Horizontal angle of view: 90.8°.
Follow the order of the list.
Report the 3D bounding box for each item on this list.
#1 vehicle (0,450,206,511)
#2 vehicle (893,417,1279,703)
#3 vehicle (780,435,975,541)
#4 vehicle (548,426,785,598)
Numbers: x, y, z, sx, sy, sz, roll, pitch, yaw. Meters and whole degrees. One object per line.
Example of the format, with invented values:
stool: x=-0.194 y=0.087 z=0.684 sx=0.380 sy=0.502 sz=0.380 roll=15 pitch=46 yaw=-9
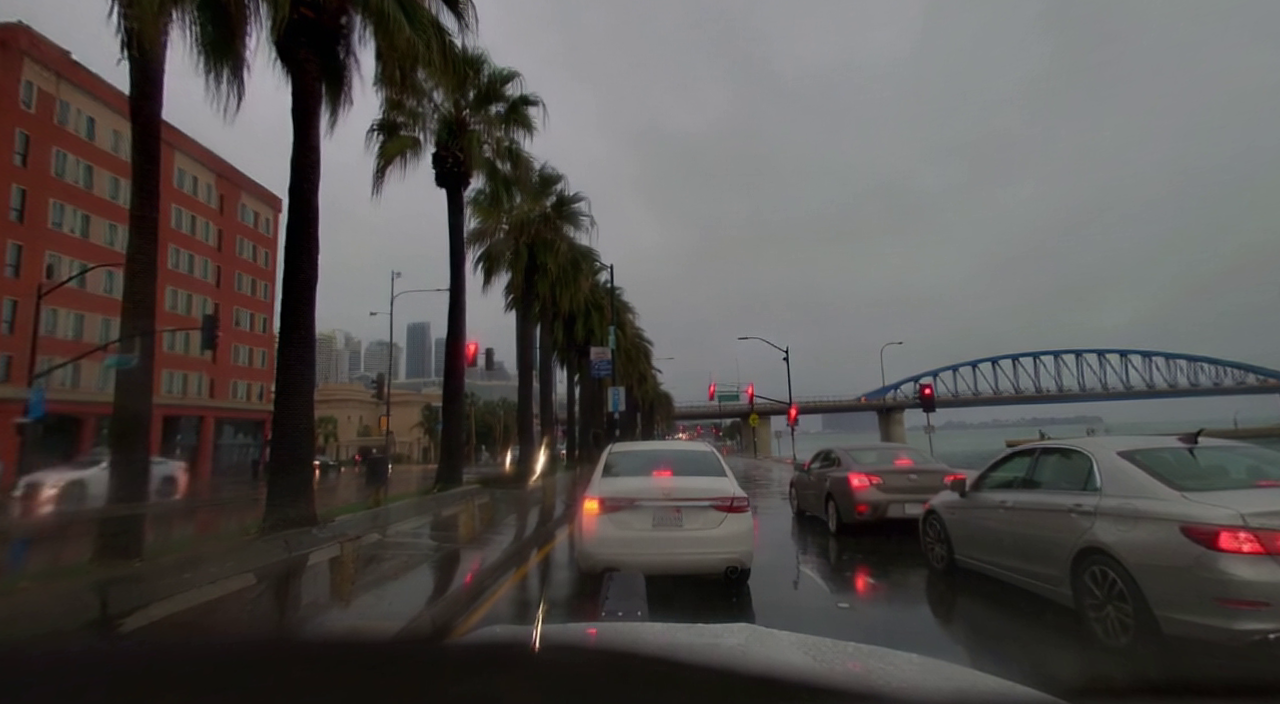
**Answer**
vehicle: x=-16.129 y=3.803 z=19.289 sx=2.022 sy=1.604 sz=4.495 roll=-2 pitch=-9 yaw=11
vehicle: x=3.912 y=1.364 z=5.094 sx=1.913 sy=1.469 sz=4.425 roll=0 pitch=-9 yaw=0
vehicle: x=3.893 y=2.290 z=11.315 sx=1.920 sy=1.490 sz=4.417 roll=-1 pitch=-9 yaw=2
vehicle: x=0.261 y=1.706 z=7.510 sx=2.093 sy=1.503 sz=3.681 roll=0 pitch=-9 yaw=1
